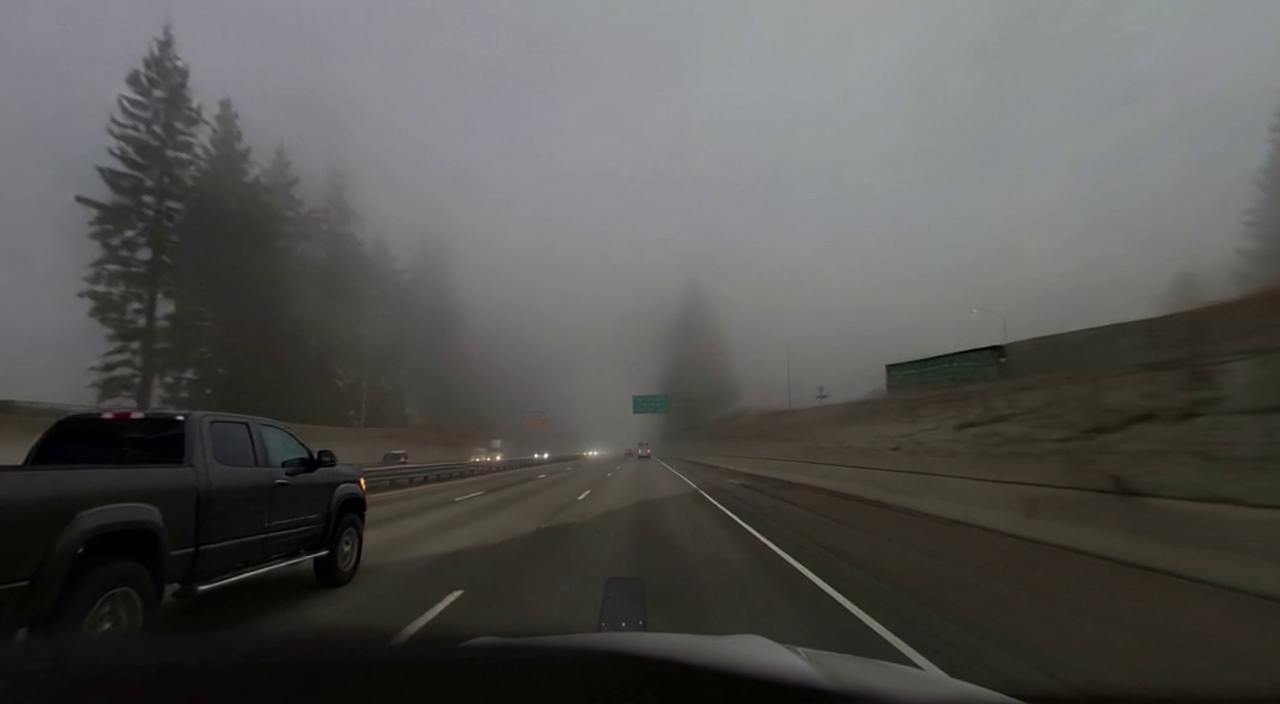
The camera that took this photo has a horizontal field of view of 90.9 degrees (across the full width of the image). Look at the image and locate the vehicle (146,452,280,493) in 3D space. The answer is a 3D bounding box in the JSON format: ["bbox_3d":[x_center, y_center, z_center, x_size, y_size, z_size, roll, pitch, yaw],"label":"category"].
[{"bbox_3d":[-23.356,6.566,35.011,2.630,1.897,6.749,0,-8,1],"label":"vehicle"}]
